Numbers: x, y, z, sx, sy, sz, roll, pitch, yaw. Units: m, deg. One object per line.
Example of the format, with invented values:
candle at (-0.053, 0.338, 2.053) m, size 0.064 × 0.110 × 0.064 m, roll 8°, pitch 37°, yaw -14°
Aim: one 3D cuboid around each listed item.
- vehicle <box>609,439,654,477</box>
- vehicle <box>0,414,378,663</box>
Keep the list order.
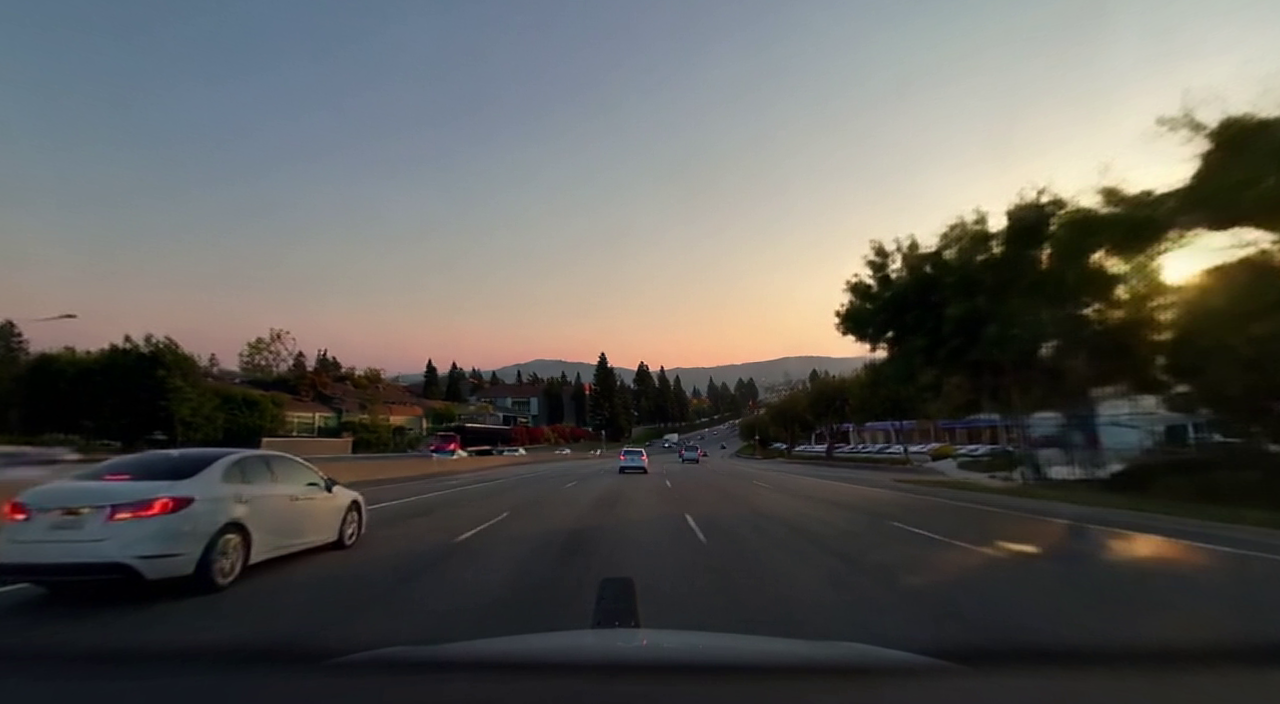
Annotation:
vehicle at (-0.392, 5.602, 33.681) m, size 2.155 × 1.856 × 4.796 m, roll 0°, pitch -9°, yaw 2°
vehicle at (-4.471, 1.468, 6.142) m, size 1.907 × 1.483 × 4.562 m, roll 0°, pitch -9°, yaw 0°
